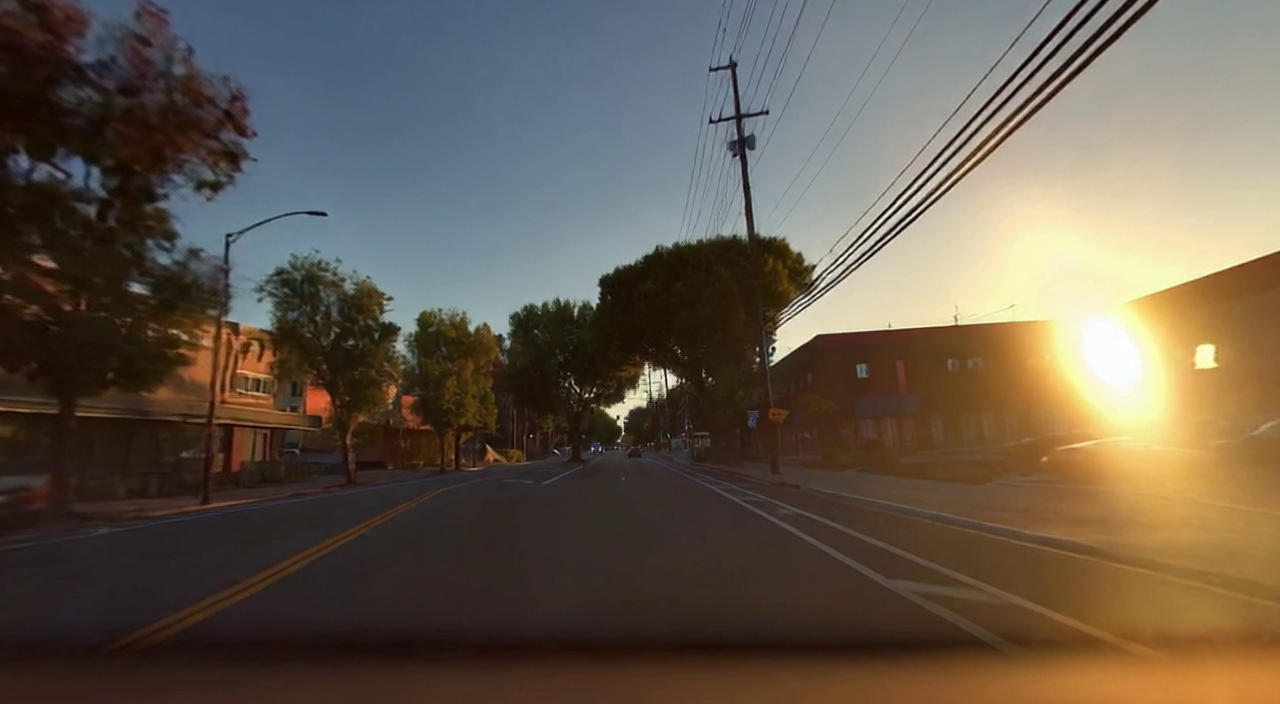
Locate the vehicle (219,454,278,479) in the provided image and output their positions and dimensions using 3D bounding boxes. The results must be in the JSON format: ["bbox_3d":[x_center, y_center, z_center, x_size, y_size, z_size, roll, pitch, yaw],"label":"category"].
[{"bbox_3d":[-29.751,8.685,47.868,4.811,1.756,2.070,-7,-11,37],"label":"vehicle"}]
